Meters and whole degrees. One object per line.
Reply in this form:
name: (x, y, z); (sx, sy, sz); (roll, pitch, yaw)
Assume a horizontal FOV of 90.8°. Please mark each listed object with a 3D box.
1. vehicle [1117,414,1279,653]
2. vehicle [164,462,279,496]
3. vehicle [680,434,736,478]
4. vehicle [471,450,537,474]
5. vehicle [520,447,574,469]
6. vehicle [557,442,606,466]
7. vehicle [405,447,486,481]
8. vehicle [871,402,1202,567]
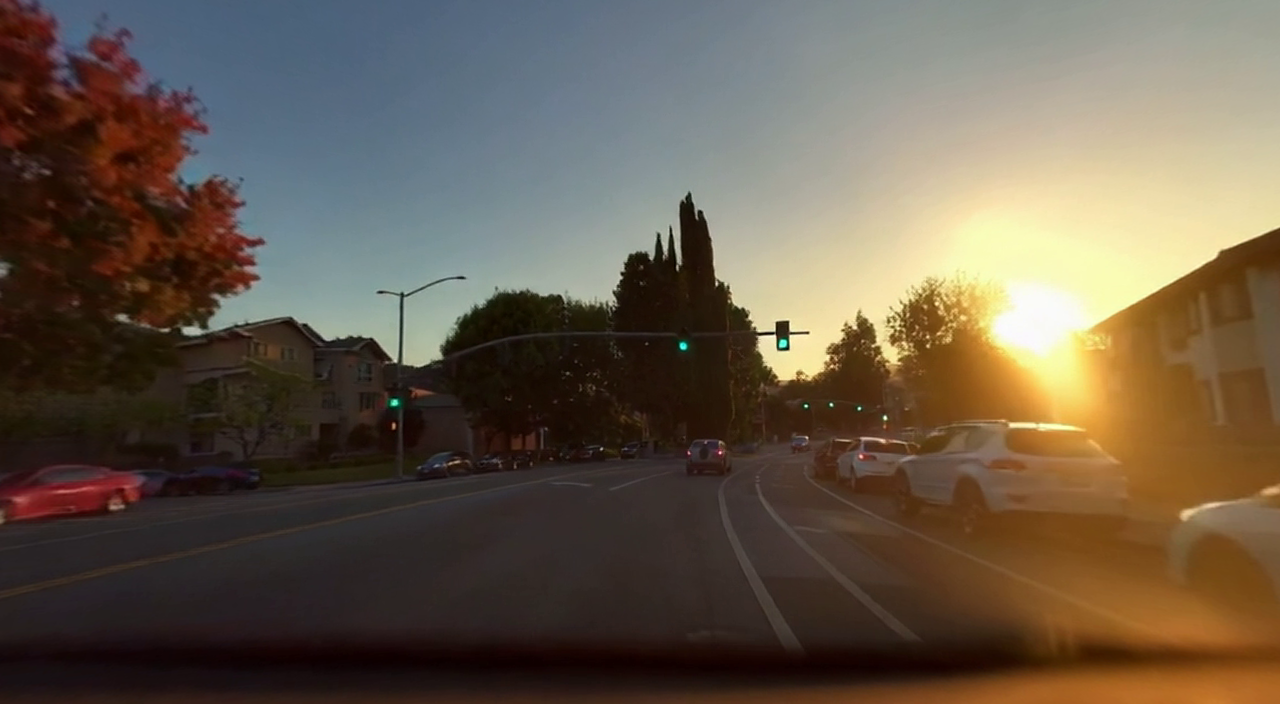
vehicle: (5.065, 1.063, 3.292); (1.879, 1.547, 4.378); (-1, -8, 3)
vehicle: (-19.113, 5.781, 28.911); (4.195, 1.400, 1.726); (-1, -8, 8)
vehicle: (3.010, 4.422, 27.173); (1.852, 1.680, 4.488); (-2, -9, 13)
vehicle: (-8.084, 6.562, 38.048); (1.893, 1.310, 4.719); (-2, -9, 15)
vehicle: (-6.370, 7.294, 43.713); (1.880, 1.450, 4.627); (-3, -9, 17)
vehicle: (-4.452, 7.813, 48.645); (1.977, 1.761, 4.990); (-3, -9, 17)
vehicle: (-9.609, 5.528, 31.635); (1.918, 1.508, 4.353); (-2, -8, 13)
vehicle: (5.209, 1.791, 9.334); (2.128, 1.795, 4.622); (-1, -8, 4)
